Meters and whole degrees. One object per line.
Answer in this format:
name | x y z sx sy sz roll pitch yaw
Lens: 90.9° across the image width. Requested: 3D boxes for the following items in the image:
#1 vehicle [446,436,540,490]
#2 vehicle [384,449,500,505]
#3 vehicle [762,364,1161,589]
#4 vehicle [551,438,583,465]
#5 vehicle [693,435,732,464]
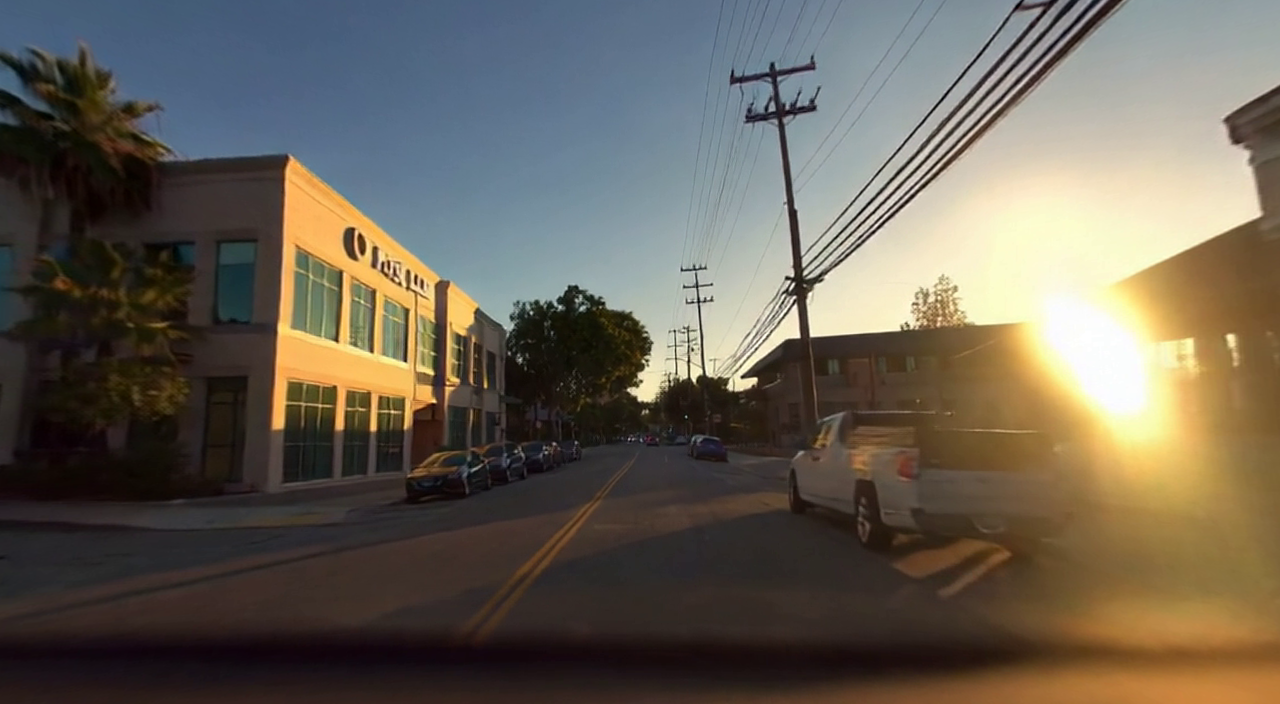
vehicle | -5.574 4.265 24.706 2.286 1.836 5.088 -1 -8 2
vehicle | -5.841 3.723 19.319 1.982 1.453 4.577 0 -8 1
vehicle | 3.628 1.602 9.050 2.485 2.123 6.029 0 -8 0
vehicle | -5.439 7.468 47.563 2.126 1.864 4.831 0 -8 -3
vehicle | 4.256 5.778 37.542 1.948 1.607 4.873 -1 -8 3
